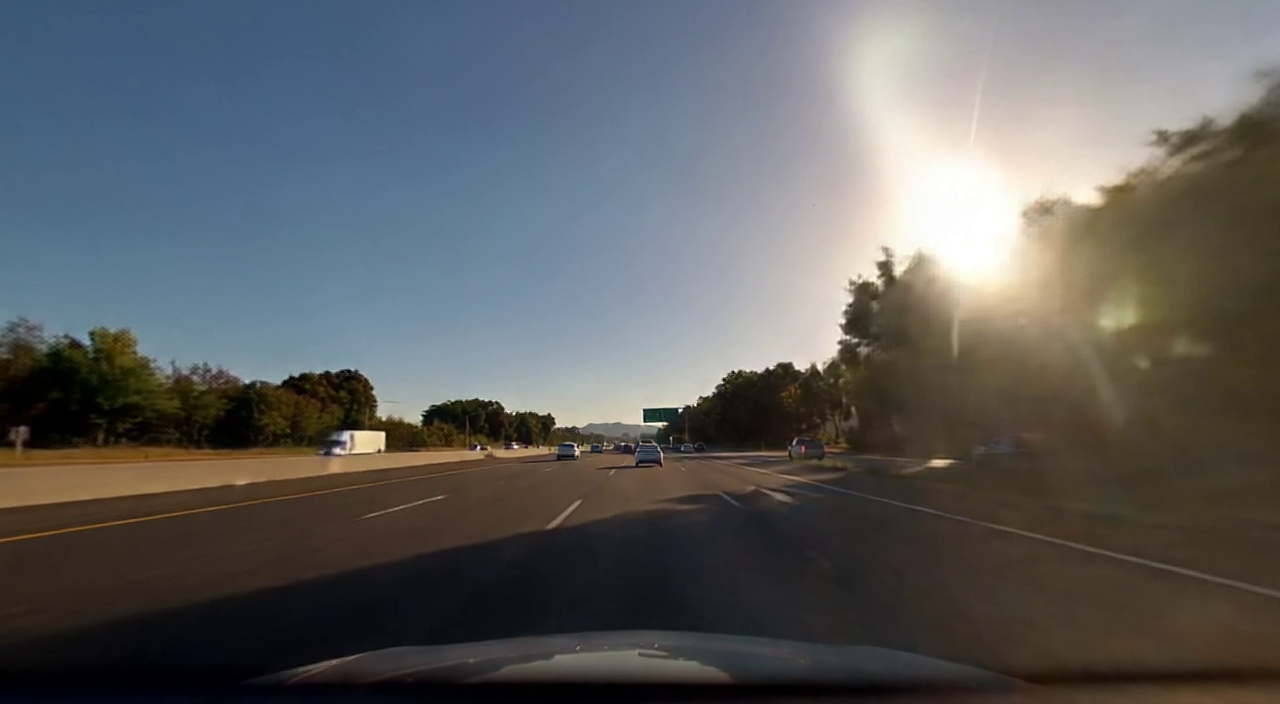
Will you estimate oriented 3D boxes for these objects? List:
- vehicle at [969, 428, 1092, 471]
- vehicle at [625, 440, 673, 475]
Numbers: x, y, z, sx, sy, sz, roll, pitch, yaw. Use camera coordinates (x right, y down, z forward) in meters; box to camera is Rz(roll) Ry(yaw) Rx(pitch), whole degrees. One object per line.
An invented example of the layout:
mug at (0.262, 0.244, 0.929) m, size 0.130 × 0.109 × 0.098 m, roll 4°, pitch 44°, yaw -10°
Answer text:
vehicle at (19.568, 4.932, 32.024) m, size 2.304 × 1.951 × 5.719 m, roll 0°, pitch -8°, yaw -4°
vehicle at (0.378, 4.926, 29.662) m, size 2.112 × 1.482 × 4.082 m, roll 0°, pitch -8°, yaw 0°
